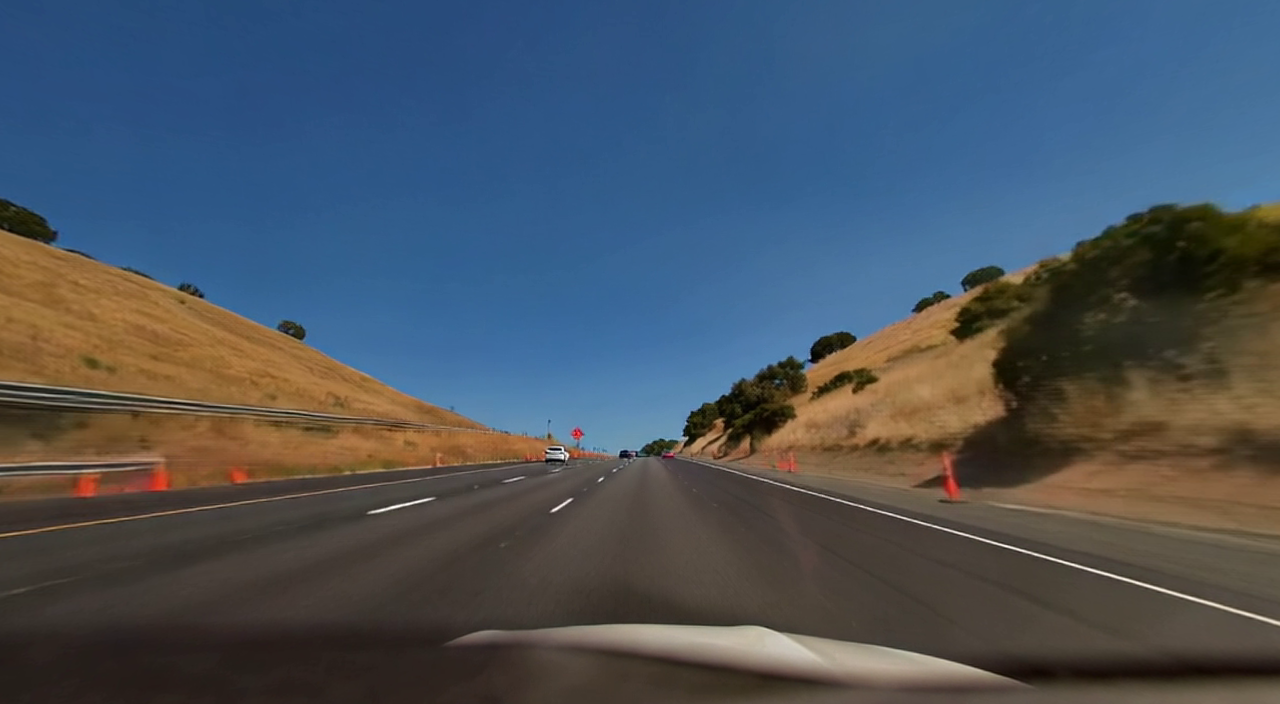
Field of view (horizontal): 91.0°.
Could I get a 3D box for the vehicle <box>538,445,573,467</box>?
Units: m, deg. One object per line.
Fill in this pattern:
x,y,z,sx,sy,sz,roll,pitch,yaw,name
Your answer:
-6.452,8.005,48.426,2.042,1.585,4.162,0,-9,1,vehicle
